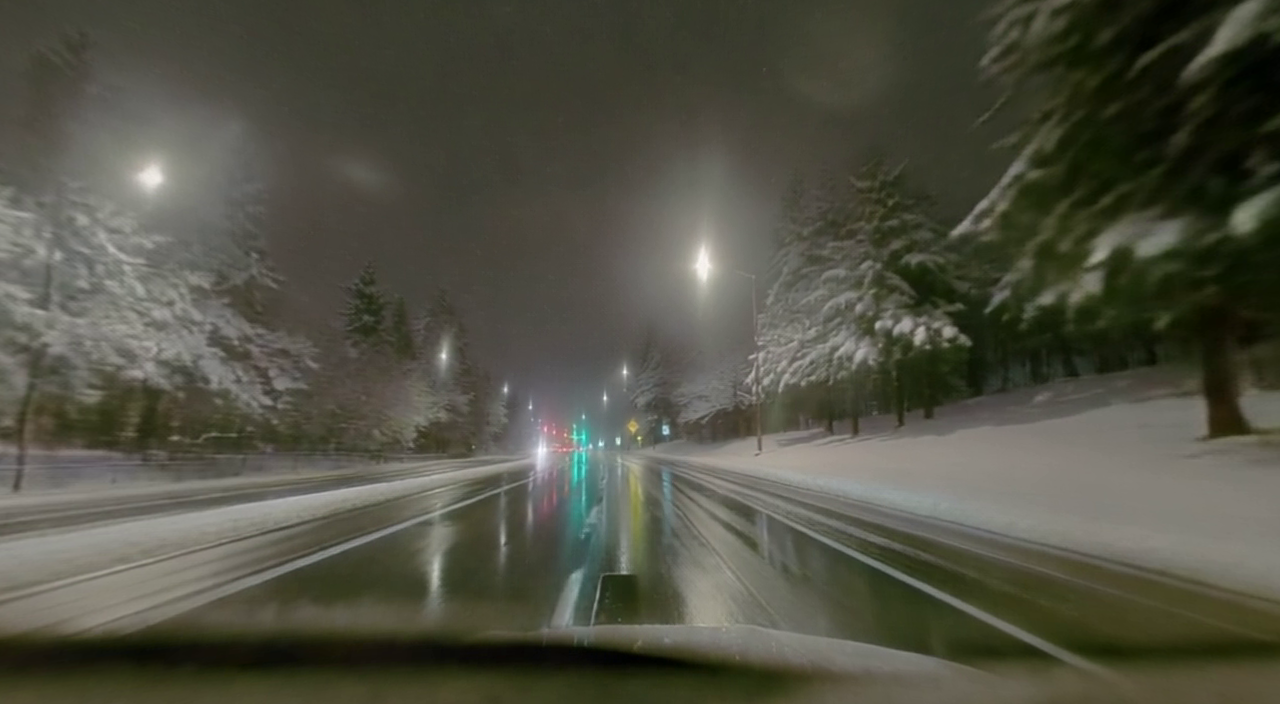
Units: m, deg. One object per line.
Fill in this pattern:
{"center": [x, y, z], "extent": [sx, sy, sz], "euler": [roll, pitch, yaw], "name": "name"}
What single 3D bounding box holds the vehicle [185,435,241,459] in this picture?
{"center": [-28.565, 6.375, 41.873], "extent": [3.733, 1.499, 1.704], "euler": [-6, -10, 34], "name": "vehicle"}
